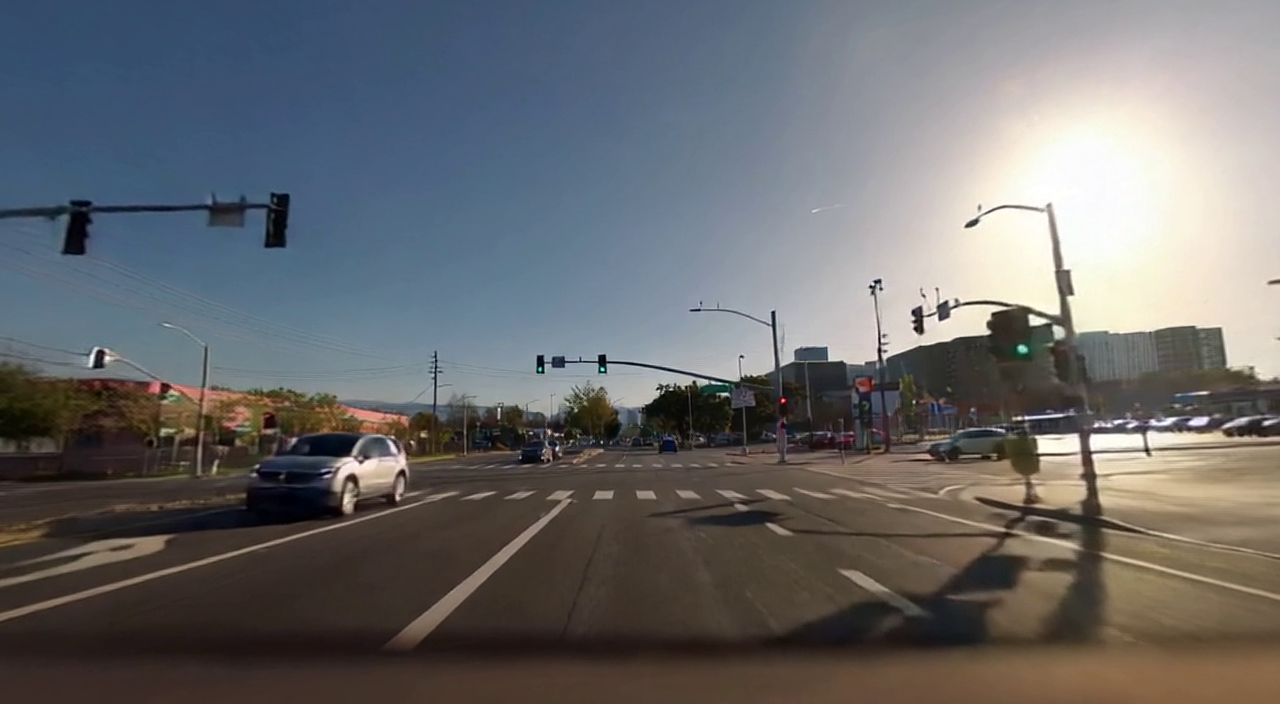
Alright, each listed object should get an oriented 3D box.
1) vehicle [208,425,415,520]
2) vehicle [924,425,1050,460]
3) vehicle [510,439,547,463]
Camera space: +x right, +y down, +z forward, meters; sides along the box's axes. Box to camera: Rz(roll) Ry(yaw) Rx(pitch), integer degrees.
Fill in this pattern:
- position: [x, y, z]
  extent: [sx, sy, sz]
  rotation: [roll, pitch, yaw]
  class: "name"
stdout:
- position: [-6.673, 2.485, 13.540]
  extent: [2.074, 1.692, 4.333]
  rotation: [0, -8, 0]
  class: "vehicle"
- position: [16.451, 4.322, 30.131]
  extent: [4.727, 1.585, 2.066]
  rotation: [0, -8, 1]
  class: "vehicle"
- position: [-8.536, 7.610, 48.766]
  extent: [1.946, 1.710, 5.044]
  rotation: [-2, -8, 0]
  class: "vehicle"
